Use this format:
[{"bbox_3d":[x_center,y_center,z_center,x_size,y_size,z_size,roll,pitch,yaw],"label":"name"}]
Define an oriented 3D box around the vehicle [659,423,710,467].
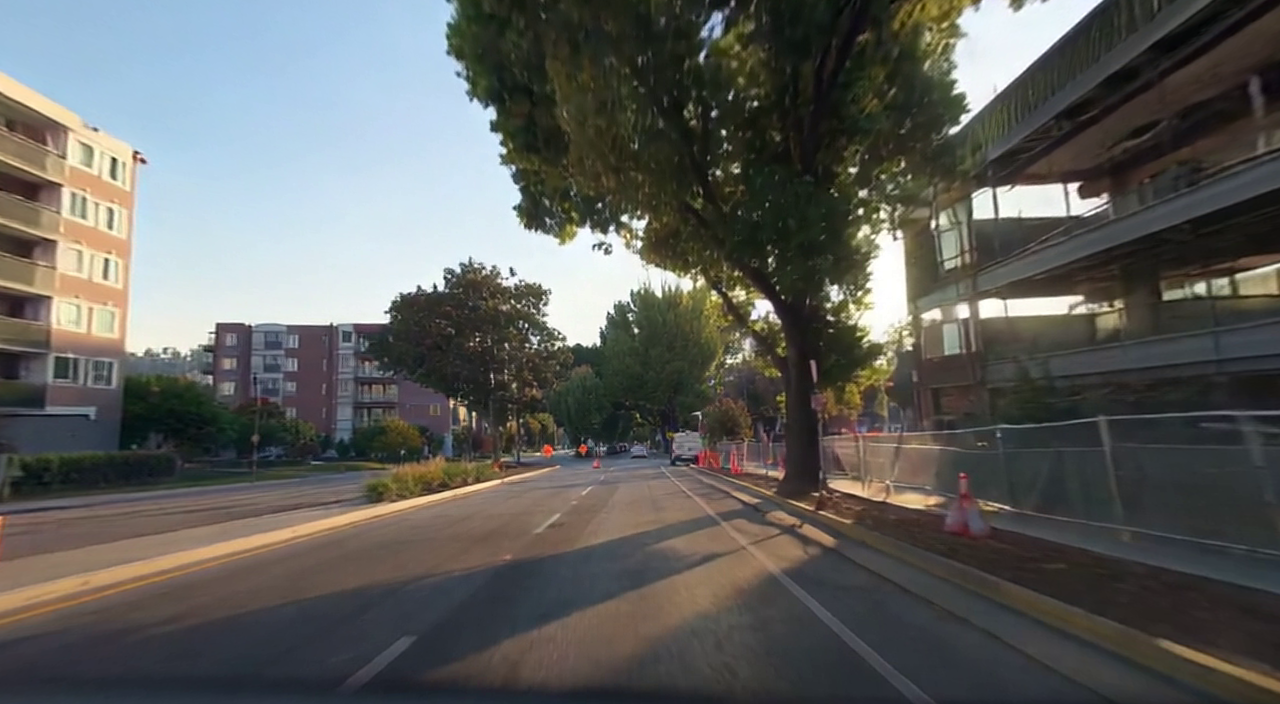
[{"bbox_3d":[2.861,6.134,41.683,2.849,2.686,3.176,-1,-8,-4],"label":"vehicle"}]
